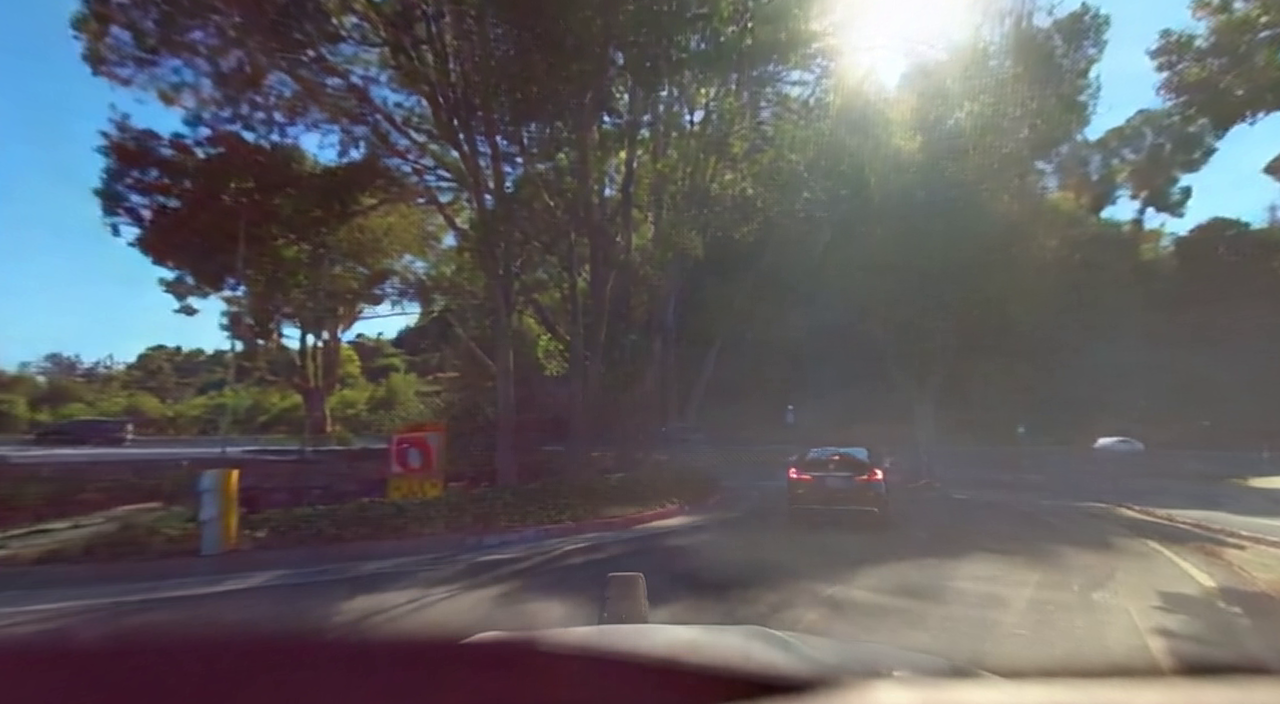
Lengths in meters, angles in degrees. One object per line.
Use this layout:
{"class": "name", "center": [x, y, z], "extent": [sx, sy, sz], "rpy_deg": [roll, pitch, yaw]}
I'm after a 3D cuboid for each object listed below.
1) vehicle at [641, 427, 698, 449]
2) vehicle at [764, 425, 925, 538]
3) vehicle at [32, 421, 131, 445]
{"class": "vehicle", "center": [2.176, 6.429, 46.994], "extent": [4.045, 1.569, 1.781], "rpy_deg": [1, -9, -7]}
{"class": "vehicle", "center": [3.856, 2.229, 11.410], "extent": [2.078, 1.607, 4.010], "rpy_deg": [-5, -10, 27]}
{"class": "vehicle", "center": [-37.554, 5.480, 42.483], "extent": [4.652, 1.498, 1.783], "rpy_deg": [1, -9, -8]}
